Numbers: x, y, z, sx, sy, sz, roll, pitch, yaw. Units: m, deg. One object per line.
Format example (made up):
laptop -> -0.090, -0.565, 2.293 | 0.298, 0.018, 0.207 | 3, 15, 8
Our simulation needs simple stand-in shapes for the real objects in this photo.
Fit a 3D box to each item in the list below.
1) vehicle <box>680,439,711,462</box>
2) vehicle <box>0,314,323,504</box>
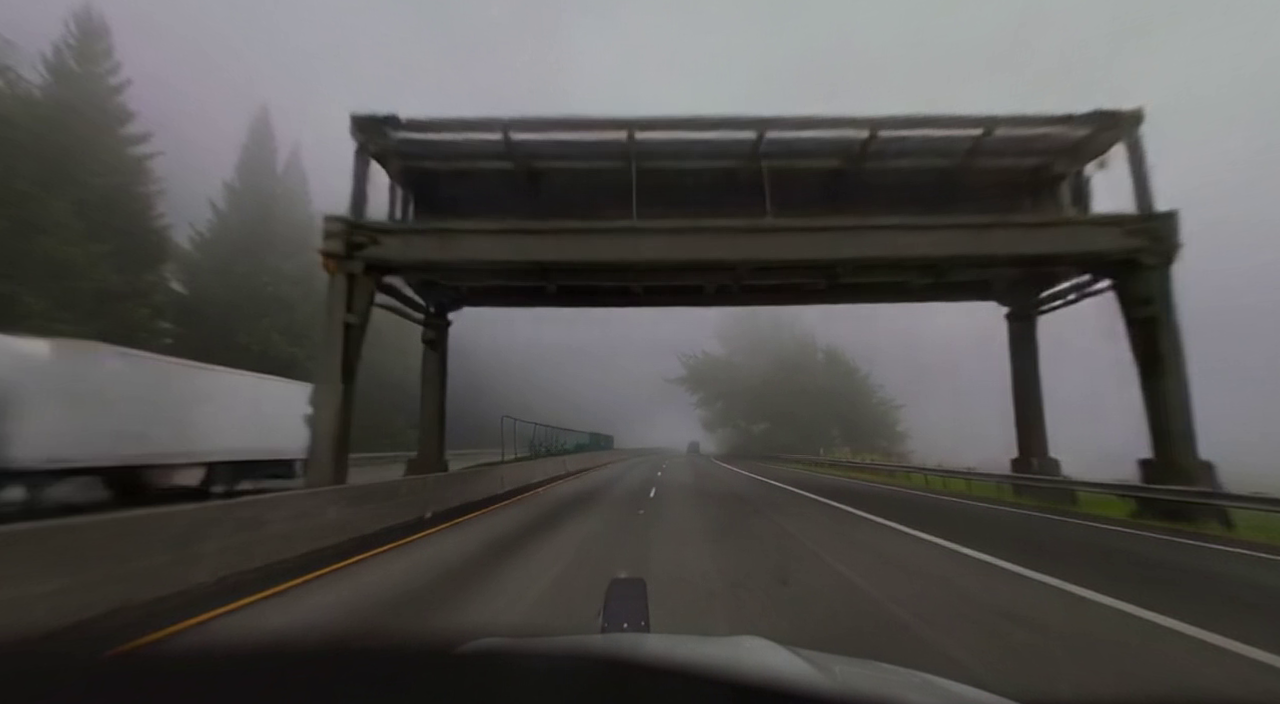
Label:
vehicle -> 4.012, 7.184, 45.997 | 1.954, 1.550, 4.140 | 0, -8, 1
vehicle -> -15.135, 2.071, 19.384 | 2.880, 4.103, 14.302 | 0, -8, 2
